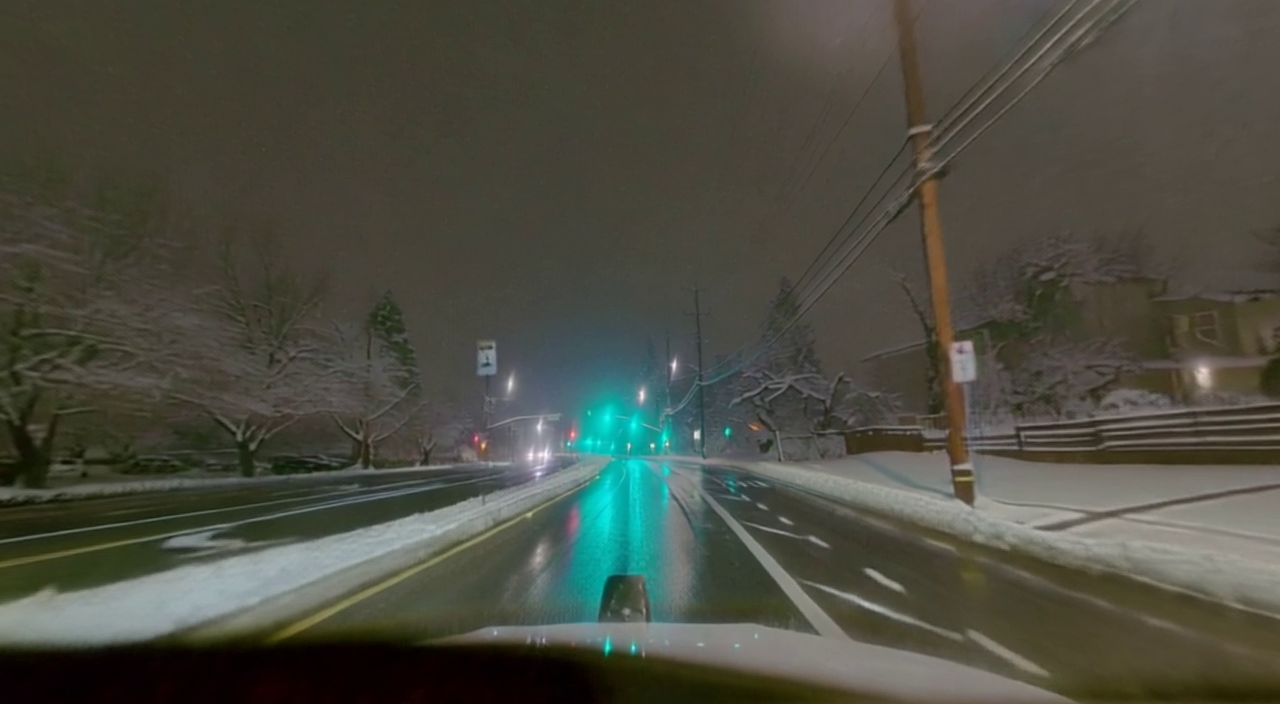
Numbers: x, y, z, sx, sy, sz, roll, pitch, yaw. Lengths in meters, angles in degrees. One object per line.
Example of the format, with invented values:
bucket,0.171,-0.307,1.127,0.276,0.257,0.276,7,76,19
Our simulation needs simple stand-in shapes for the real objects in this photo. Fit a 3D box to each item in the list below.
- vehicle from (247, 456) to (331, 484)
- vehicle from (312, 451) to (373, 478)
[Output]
vehicle,-21.427,7.179,38.747,1.919,1.497,5.140,-1,-8,4
vehicle,-21.377,8.060,45.513,1.974,1.704,4.628,0,-8,2
